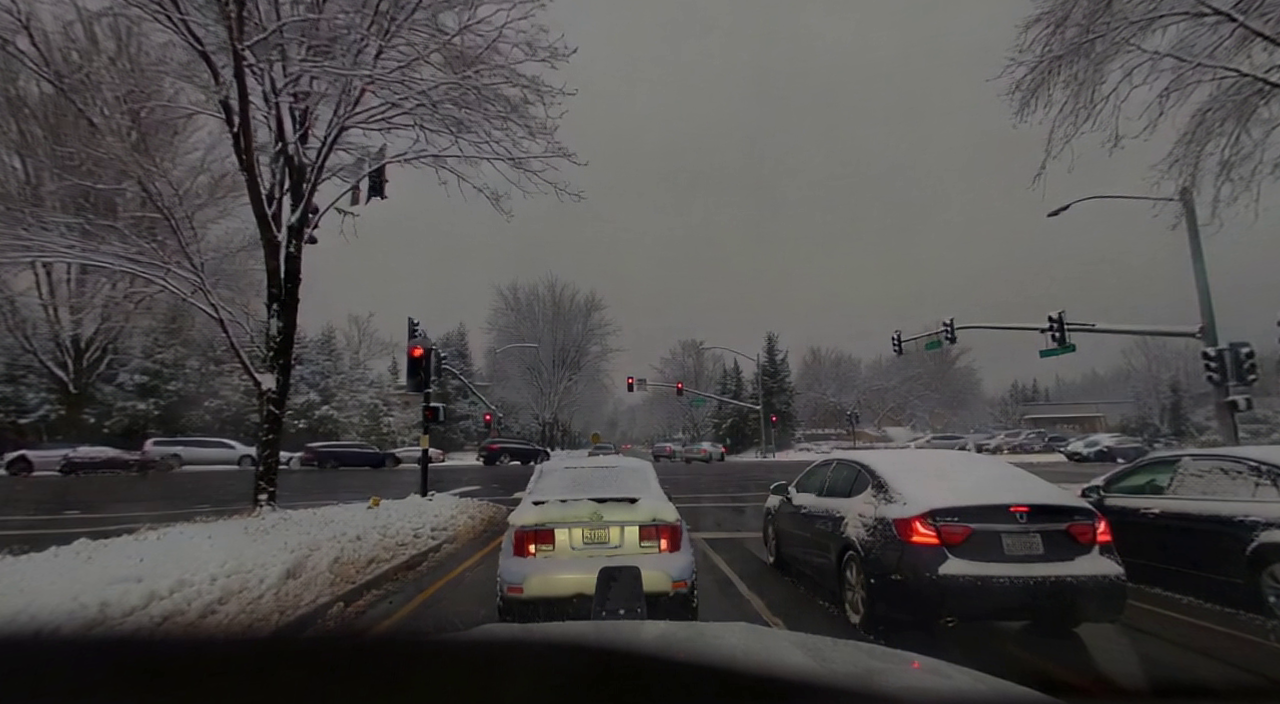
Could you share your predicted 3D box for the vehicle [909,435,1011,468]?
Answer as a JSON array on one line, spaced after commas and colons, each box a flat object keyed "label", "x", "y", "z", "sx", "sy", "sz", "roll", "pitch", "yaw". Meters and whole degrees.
[{"label": "vehicle", "x": 16.562, "y": 5.150, "z": 32.955, "sx": 2.001, "sy": 1.561, "sz": 4.481, "roll": 3, "pitch": -9, "yaw": -22}]

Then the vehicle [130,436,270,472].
[{"label": "vehicle", "x": -19.546, "y": 4.553, "z": 28.356, "sx": 4.709, "sy": 1.514, "sz": 1.985, "roll": 3, "pitch": -9, "yaw": -21}]

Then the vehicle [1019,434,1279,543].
[{"label": "vehicle", "x": 9.299, "y": 2.336, "z": 11.450, "sx": 1.993, "sy": 1.505, "sz": 4.721, "roll": 3, "pitch": -9, "yaw": 0}]

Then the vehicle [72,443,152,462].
[{"label": "vehicle", "x": -40.542, "y": 7.725, "z": 48.593, "sx": 4.345, "sy": 1.426, "sz": 1.722, "roll": 2, "pitch": -9, "yaw": -8}]

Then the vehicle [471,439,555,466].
[{"label": "vehicle", "x": -7.500, "y": 5.942, "z": 37.541, "sx": 1.891, "sy": 1.472, "sz": 4.580, "roll": -8, "pitch": -12, "yaw": 44}]

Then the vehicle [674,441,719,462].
[{"label": "vehicle", "x": 4.287, "y": 7.489, "z": 47.488, "sx": 1.935, "sy": 1.476, "sz": 4.849, "roll": -4, "pitch": -9, "yaw": 23}]

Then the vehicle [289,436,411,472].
[{"label": "vehicle", "x": -12.767, "y": 4.508, "z": 28.047, "sx": 4.671, "sy": 1.465, "sz": 1.934, "roll": 4, "pitch": -9, "yaw": -24}]
